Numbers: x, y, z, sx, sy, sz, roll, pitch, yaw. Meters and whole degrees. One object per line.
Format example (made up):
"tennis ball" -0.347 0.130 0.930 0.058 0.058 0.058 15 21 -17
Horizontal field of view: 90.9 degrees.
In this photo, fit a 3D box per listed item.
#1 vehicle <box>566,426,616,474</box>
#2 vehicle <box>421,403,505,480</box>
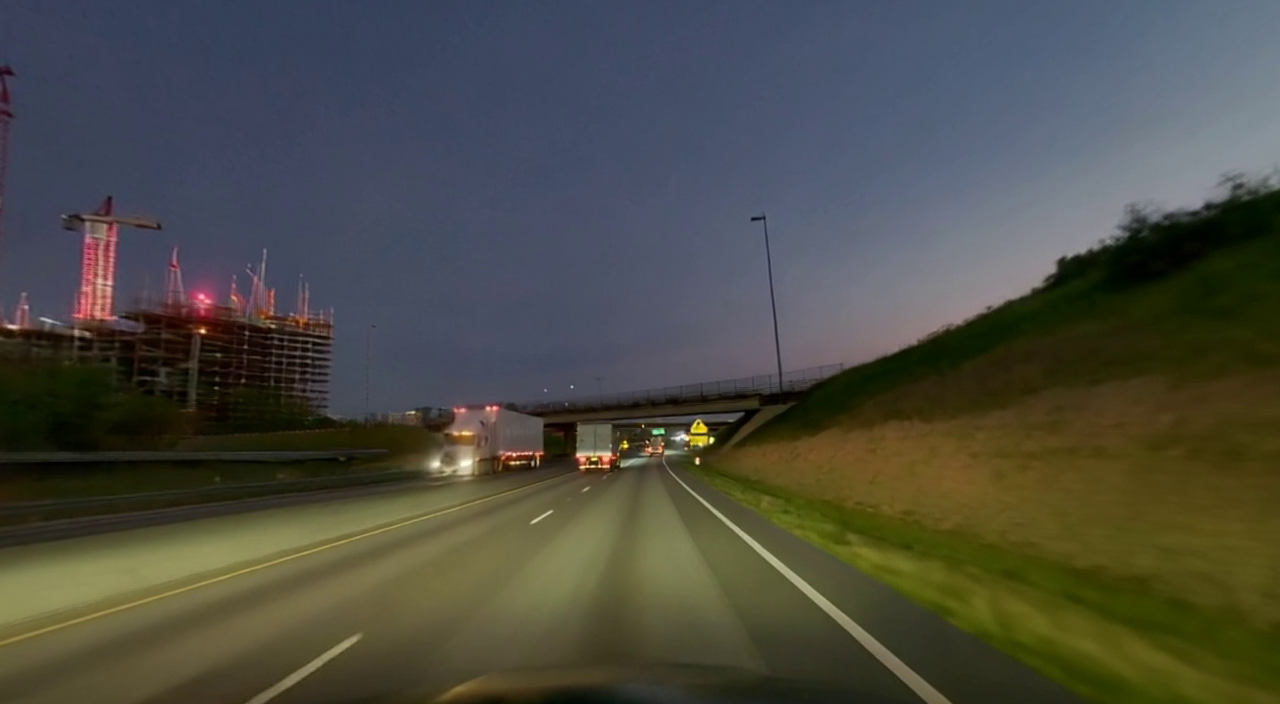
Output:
"vehicle" -2.965 6.239 40.168 2.565 2.771 6.641 0 -9 1
"vehicle" -9.802 5.098 35.663 2.918 3.990 5.826 0 -9 1
